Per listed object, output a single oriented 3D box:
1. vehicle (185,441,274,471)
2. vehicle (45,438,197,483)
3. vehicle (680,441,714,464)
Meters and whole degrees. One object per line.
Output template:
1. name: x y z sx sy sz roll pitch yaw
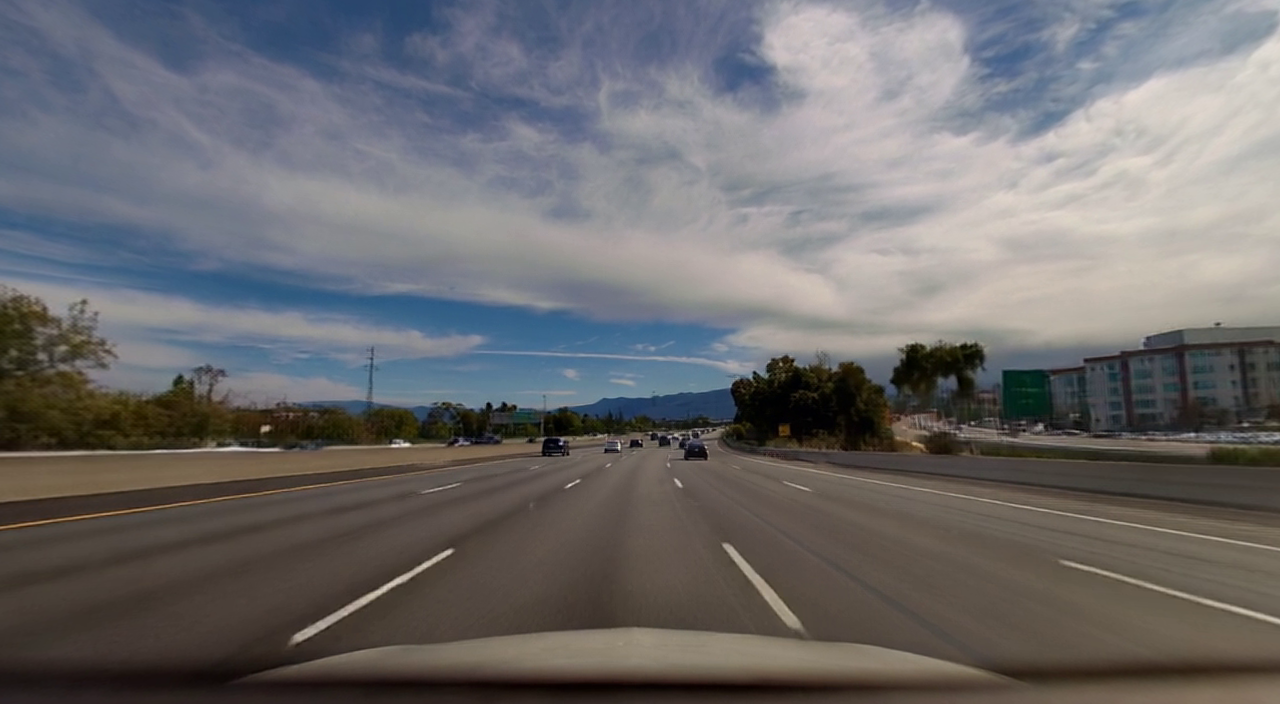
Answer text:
1. vehicle: -23.214 5.882 35.937 1.899 1.560 4.551 0 -8 1
2. vehicle: -19.514 4.079 24.070 1.912 1.536 4.459 0 -8 1
3. vehicle: 3.817 6.815 43.044 1.967 1.475 4.080 0 -8 1
